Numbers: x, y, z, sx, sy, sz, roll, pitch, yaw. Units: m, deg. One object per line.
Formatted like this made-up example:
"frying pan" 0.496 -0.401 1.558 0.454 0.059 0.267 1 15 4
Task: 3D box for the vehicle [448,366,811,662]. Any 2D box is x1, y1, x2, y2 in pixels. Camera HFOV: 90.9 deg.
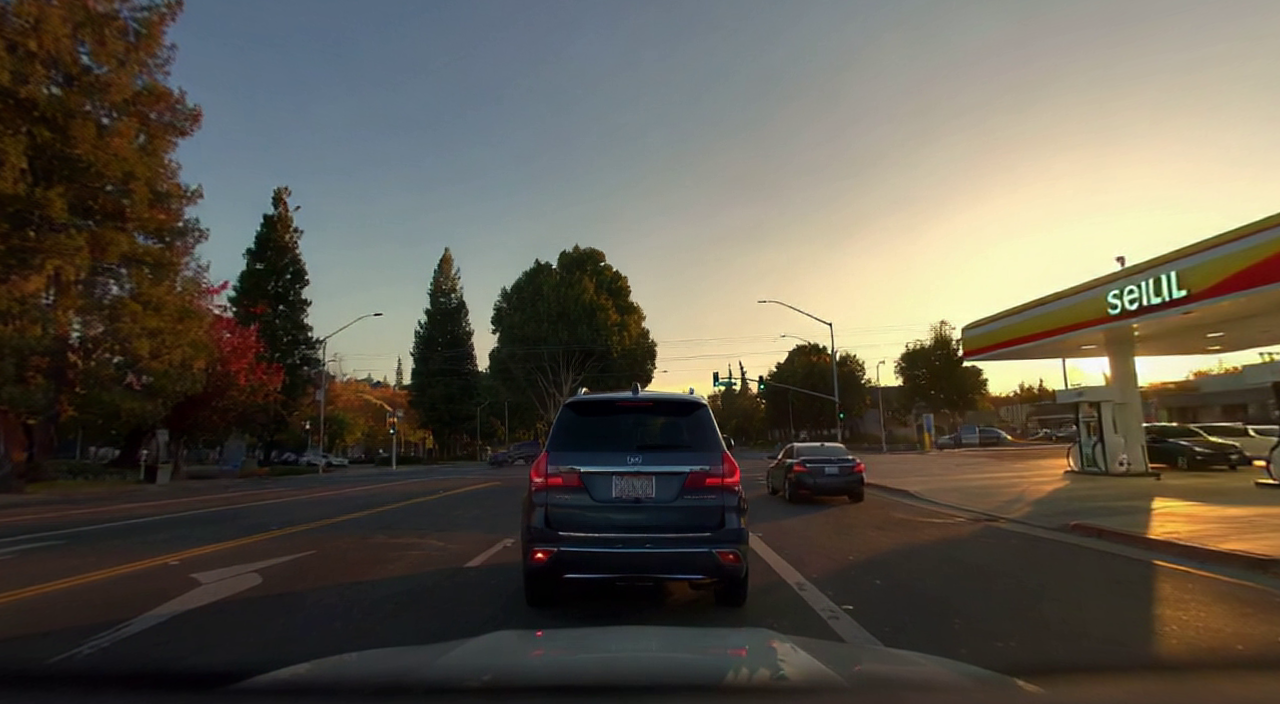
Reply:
"vehicle" 0.011 1.320 6.134 2.236 1.819 4.291 0 -9 2

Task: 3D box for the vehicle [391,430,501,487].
"vehicle" -6.635 3.707 22.175 2.065 1.753 4.525 -1 -9 5

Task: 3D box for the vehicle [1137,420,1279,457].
"vehicle" 25.944 3.967 28.775 4.551 1.616 1.973 -2 -9 11

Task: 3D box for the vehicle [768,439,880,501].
"vehicle" 4.937 3.217 17.643 2.041 1.490 4.471 -1 -9 4
